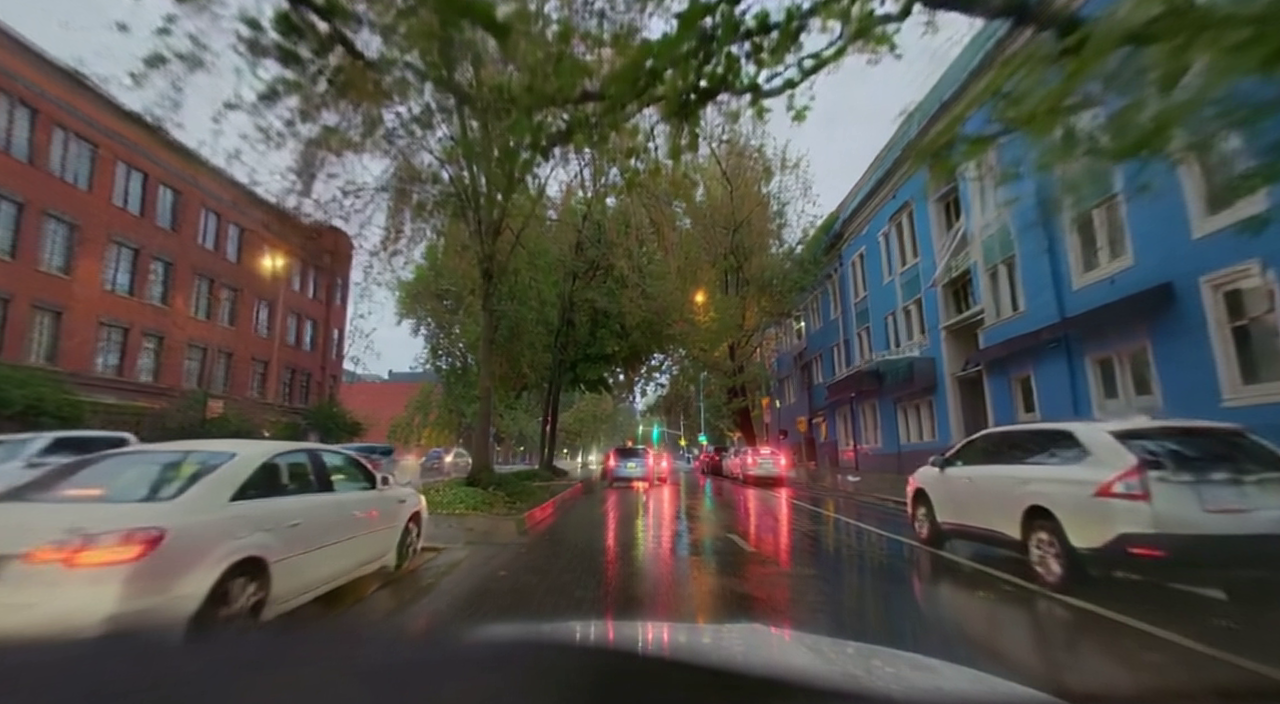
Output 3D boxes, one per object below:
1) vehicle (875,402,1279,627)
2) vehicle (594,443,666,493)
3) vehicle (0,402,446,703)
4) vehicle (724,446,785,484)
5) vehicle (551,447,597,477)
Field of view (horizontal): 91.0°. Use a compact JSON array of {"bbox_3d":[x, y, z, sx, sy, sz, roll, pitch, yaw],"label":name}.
[{"bbox_3d":[4.871,1.635,7.421,2.123,1.736,4.795,1,-8,-3],"label":"vehicle"},{"bbox_3d":[-0.323,3.902,21.631,2.230,1.518,4.113,0,-8,-1],"label":"vehicle"},{"bbox_3d":[-3.432,1.363,5.445,1.934,1.548,4.635,0,-8,1],"label":"vehicle"},{"bbox_3d":[4.951,4.932,27.804,1.832,1.491,4.054,1,-8,-2],"label":"vehicle"},{"bbox_3d":[-3.631,6.124,35.317,1.972,1.560,4.066,0,-8,2],"label":"vehicle"}]
